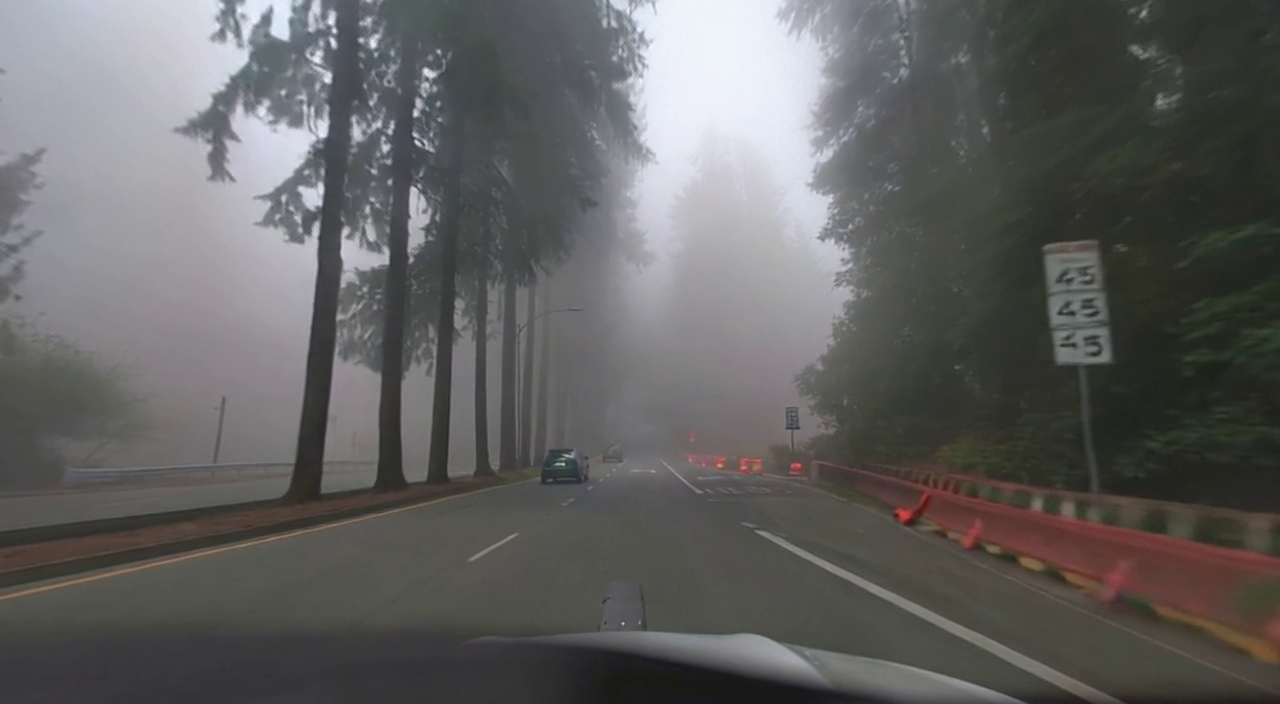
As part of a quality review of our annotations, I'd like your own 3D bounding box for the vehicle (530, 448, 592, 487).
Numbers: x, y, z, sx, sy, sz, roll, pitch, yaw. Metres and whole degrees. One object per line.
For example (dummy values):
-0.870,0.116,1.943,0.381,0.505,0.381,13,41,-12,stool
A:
-3.303,4.911,26.956,2.029,1.511,3.922,0,-9,2,vehicle
